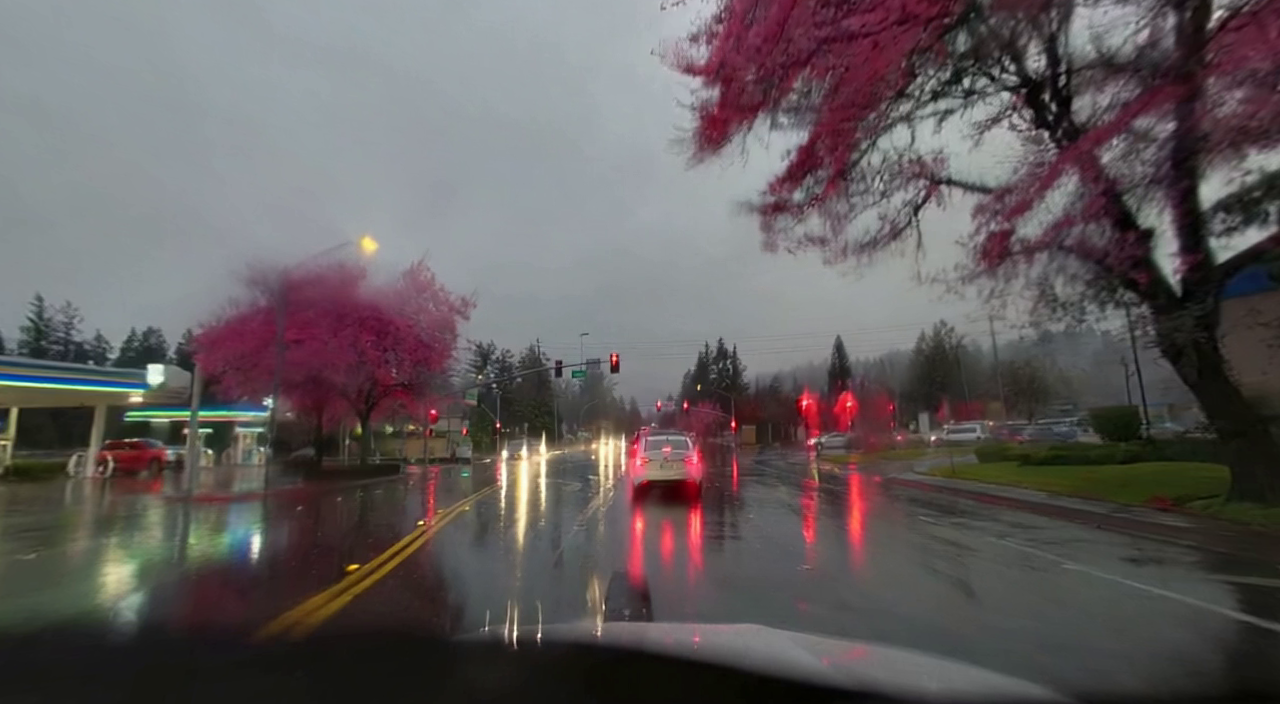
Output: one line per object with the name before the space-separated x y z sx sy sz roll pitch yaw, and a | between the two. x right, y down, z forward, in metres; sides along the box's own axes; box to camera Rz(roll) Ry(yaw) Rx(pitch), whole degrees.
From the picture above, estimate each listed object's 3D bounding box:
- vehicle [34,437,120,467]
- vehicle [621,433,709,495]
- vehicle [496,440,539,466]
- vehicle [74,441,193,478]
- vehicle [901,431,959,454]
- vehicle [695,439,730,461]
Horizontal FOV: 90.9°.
vehicle | -36.793 6.542 41.235 4.099 1.638 2.009 -4 -6 9
vehicle | 0.694 3.004 17.302 2.112 1.482 4.057 0 -8 3
vehicle | -8.257 6.839 42.894 2.108 1.671 4.535 0 -8 -2
vehicle | -26.843 5.663 33.641 1.946 1.816 4.792 -1 -8 7
vehicle | 20.515 6.400 44.562 4.091 1.495 2.053 7 -11 -39
vehicle | 5.154 6.996 45.179 2.047 1.470 4.251 0 -8 1
